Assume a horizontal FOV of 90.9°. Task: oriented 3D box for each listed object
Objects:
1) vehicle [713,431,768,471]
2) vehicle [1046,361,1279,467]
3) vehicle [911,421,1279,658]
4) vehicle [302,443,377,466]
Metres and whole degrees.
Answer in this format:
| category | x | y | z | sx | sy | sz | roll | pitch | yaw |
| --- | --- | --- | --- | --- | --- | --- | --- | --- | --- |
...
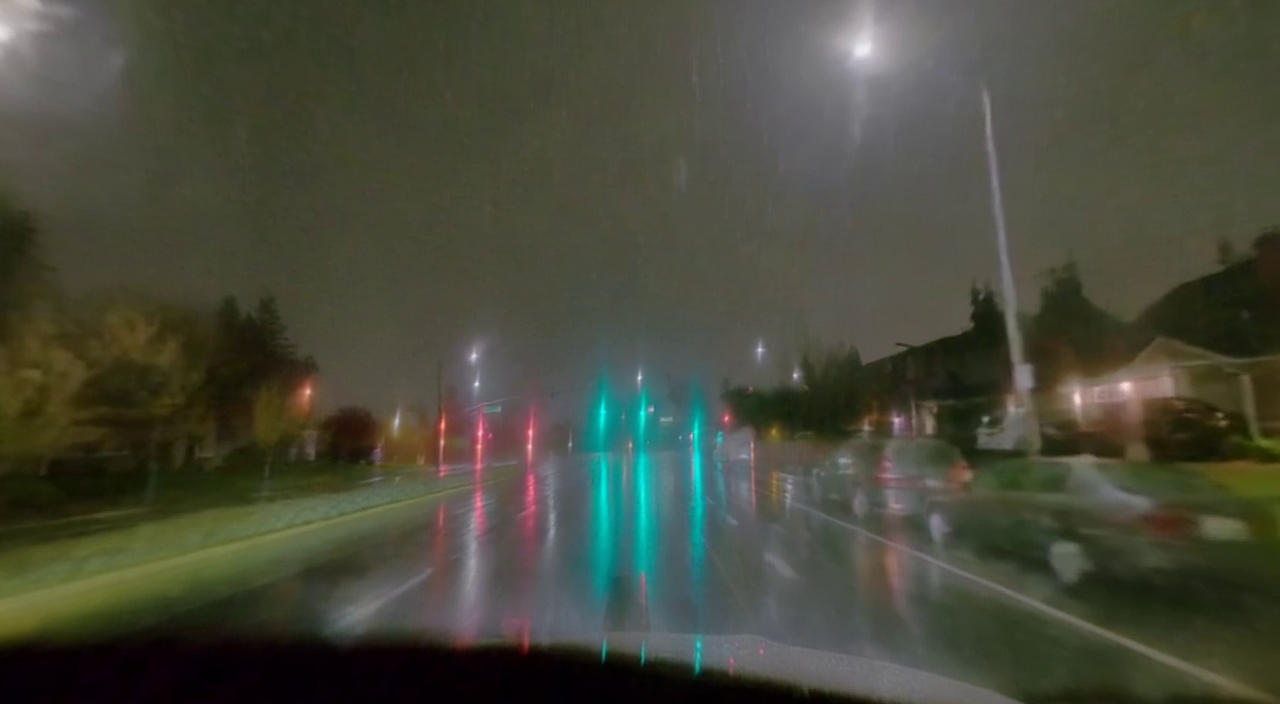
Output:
| category | x | y | z | sx | sy | sz | roll | pitch | yaw |
| --- | --- | --- | --- | --- | --- | --- | --- | --- | --- |
| vehicle | 5.031 | 5.029 | 32.182 | 2.170 | 1.869 | 4.594 | 0 | -8 | 2 |
| vehicle | 13.392 | 1.641 | 16.174 | 4.284 | 1.725 | 1.981 | -12 | -9 | -1 |
| vehicle | 4.596 | 1.484 | 6.176 | 1.881 | 1.435 | 4.525 | 0 | -8 | 0 |
| vehicle | -21.874 | 7.470 | 45.994 | 4.334 | 1.668 | 2.069 | 0 | -8 | 1 |
